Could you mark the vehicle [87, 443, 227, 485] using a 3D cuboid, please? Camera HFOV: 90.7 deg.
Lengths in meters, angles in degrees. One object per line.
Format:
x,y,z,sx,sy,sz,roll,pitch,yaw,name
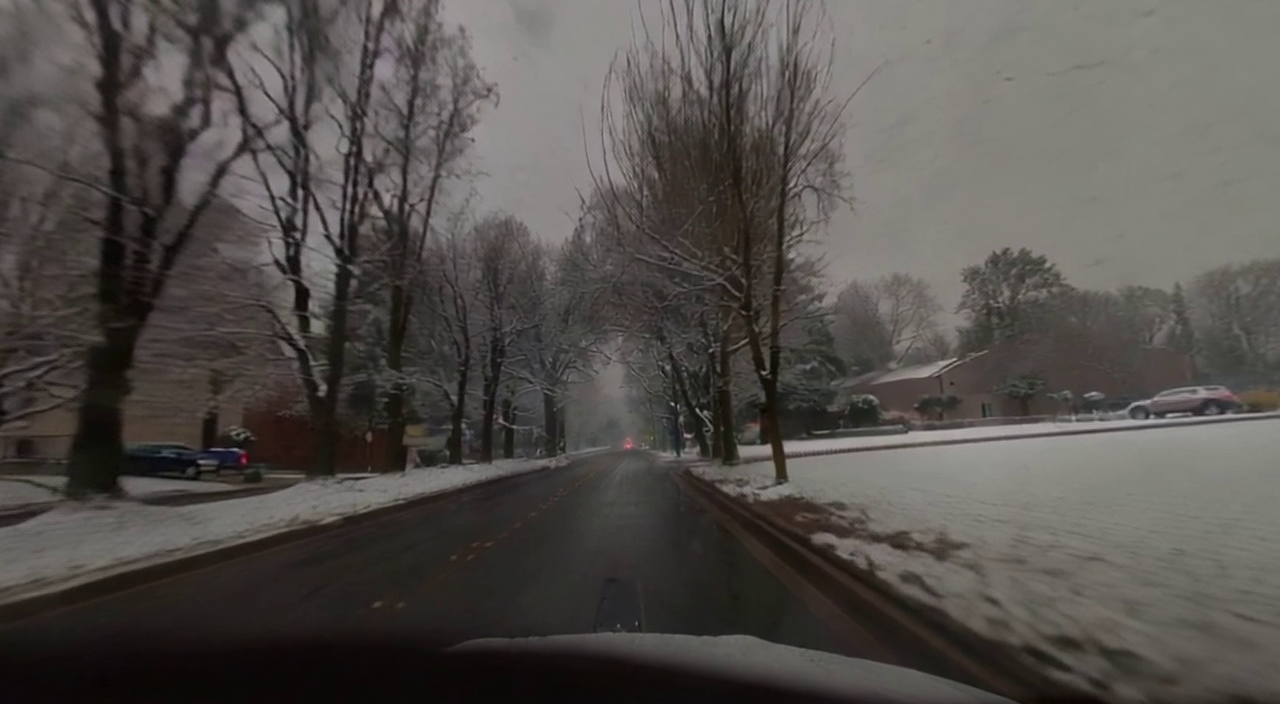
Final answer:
-24.809,5.755,32.653,5.409,1.967,2.123,-1,-8,0,vehicle
